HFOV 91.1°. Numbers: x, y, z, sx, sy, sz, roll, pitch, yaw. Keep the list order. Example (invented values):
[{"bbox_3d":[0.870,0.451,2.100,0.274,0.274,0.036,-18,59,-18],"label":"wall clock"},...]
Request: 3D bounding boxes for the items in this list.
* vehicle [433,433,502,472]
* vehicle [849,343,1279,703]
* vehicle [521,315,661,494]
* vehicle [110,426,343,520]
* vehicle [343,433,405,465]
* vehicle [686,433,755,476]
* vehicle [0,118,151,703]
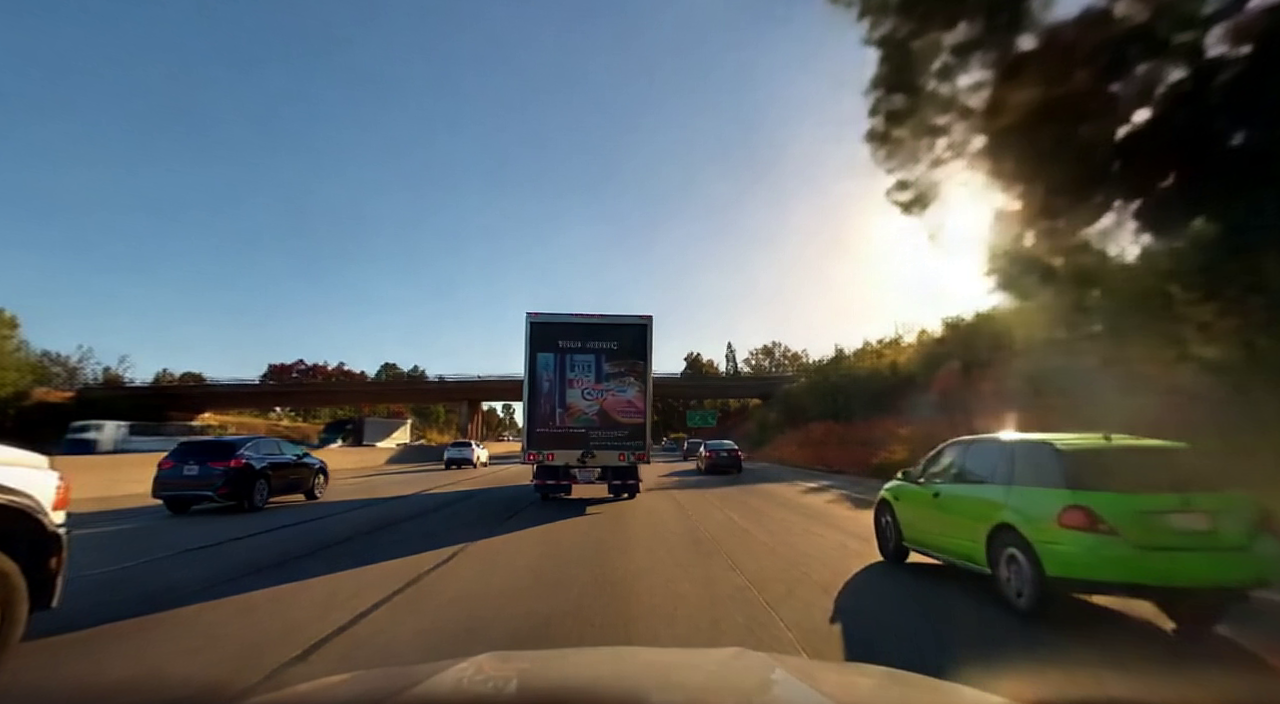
[{"bbox_3d":[-8.138,4.776,30.130,2.057,1.698,4.550,0,-8,0],"label":"vehicle"},{"bbox_3d":[3.511,1.079,4.850,2.118,1.647,4.400,0,-8,-2],"label":"vehicle"},{"bbox_3d":[-1.391,1.749,18.316,2.911,3.787,9.905,0,-8,-4],"label":"vehicle"},{"bbox_3d":[-8.391,2.450,13.411,2.048,1.652,4.421,0,-8,-2],"label":"vehicle"},{"bbox_3d":[-20.396,7.466,48.564,2.264,2.303,5.765,0,-8,-1],"label":"vehicle"},{"bbox_3d":[3.087,4.036,25.099,2.003,1.519,4.580,0,-8,-2],"label":"vehicle"},{"bbox_3d":[-3.836,0.092,0.348,2.660,2.637,5.634,0,-8,-2],"label":"vehicle"}]
